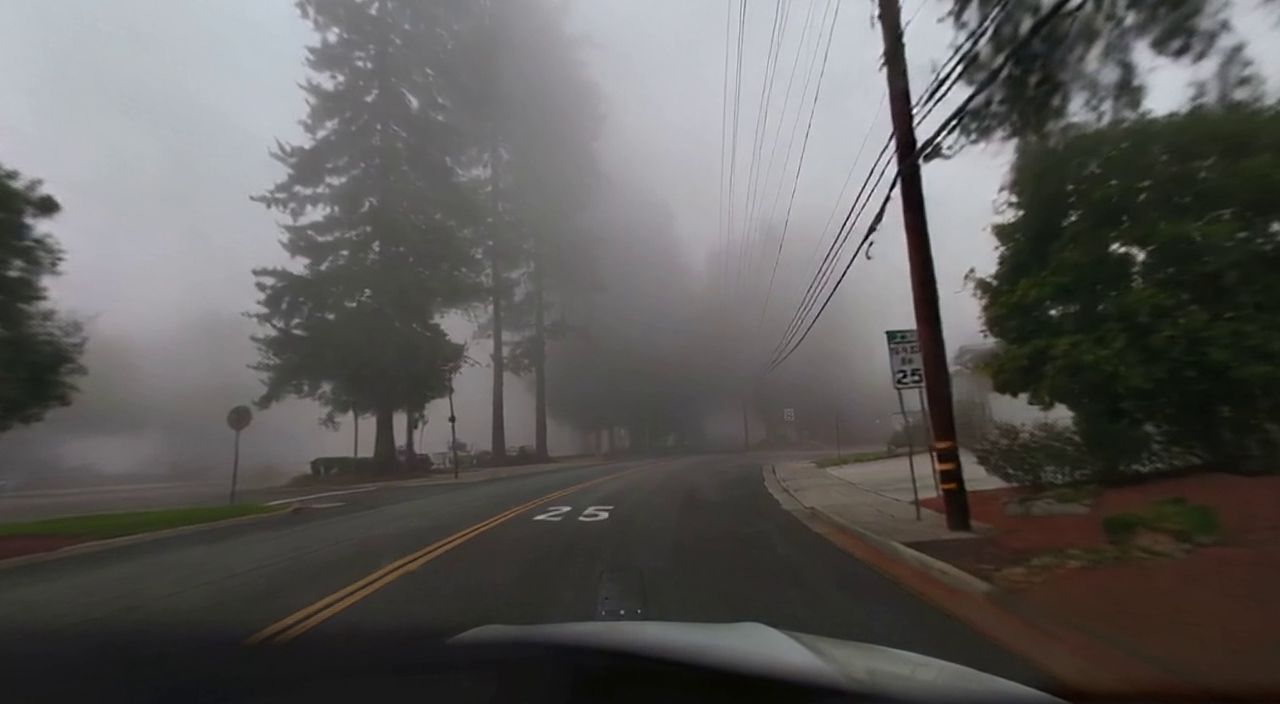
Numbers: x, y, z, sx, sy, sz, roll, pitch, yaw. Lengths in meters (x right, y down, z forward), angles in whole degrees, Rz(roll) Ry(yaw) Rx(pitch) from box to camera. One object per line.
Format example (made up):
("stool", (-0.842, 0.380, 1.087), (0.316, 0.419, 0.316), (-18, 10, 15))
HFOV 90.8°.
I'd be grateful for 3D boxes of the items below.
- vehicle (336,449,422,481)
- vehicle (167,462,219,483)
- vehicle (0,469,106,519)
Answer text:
("vehicle", (-15.633, 6.749, 37.938), (4.675, 1.442, 1.906), (-1, -7, -23))
("vehicle", (-35.295, 9.454, 49.804), (4.305, 1.465, 1.903), (-6, -10, 35))
("vehicle", (-21.804, 4.839, 21.558), (4.943, 1.493, 2.036), (2, -9, -15))
